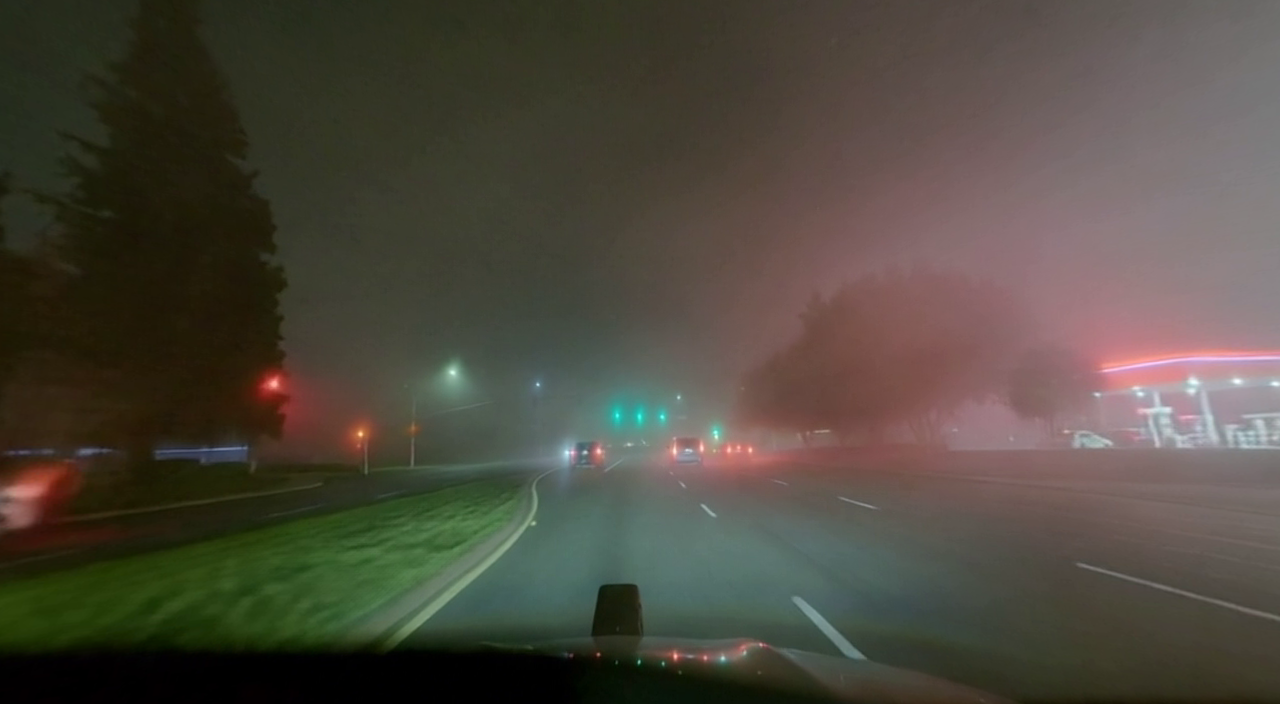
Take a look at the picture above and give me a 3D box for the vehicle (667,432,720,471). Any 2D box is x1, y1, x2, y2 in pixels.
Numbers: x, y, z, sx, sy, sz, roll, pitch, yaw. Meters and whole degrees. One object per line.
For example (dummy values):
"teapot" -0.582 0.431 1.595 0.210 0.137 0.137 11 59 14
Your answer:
"vehicle" 2.631 5.016 32.100 2.140 1.800 4.660 0 -8 -1

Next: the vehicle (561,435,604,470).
"vehicle" -3.233 5.748 36.324 2.261 1.820 4.255 0 -8 -3

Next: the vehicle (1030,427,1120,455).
"vehicle" 24.241 5.023 35.418 1.805 1.460 4.326 0 -8 -2

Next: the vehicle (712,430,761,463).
"vehicle" 6.902 6.851 45.865 2.510 2.176 5.527 0 -8 -2
